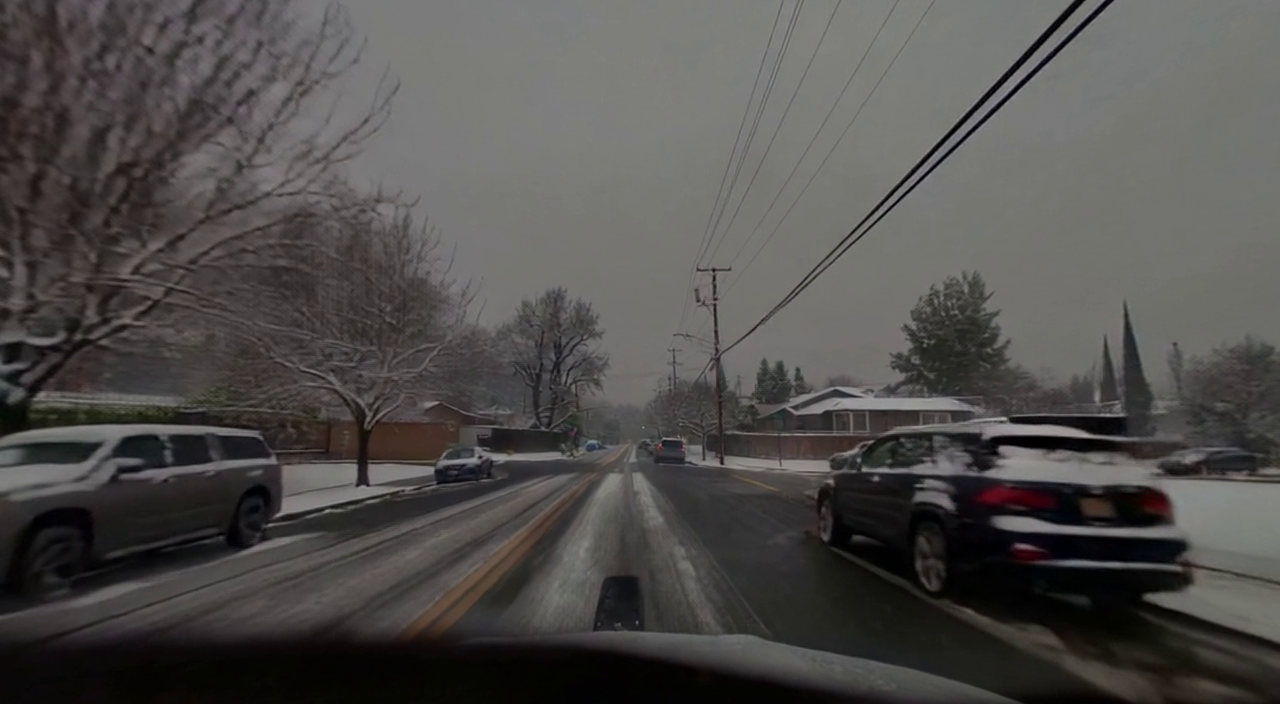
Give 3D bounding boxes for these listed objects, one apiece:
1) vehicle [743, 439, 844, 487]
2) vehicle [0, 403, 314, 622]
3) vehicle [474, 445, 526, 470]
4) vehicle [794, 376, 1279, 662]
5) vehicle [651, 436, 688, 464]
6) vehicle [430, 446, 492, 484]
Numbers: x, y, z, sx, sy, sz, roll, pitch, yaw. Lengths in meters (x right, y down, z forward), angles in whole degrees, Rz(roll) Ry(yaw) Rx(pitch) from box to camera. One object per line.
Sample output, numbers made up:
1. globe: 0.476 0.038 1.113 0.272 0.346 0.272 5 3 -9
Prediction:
1. vehicle: 5.930 4.181 24.109 1.944 1.636 4.140 -8 -12 42
2. vehicle: -6.454 1.721 7.680 2.158 1.817 5.230 0 -9 0
3. vehicle: -9.099 6.808 40.851 2.033 1.477 4.626 5 -10 -28
4. vehicle: 3.498 1.452 6.734 2.178 1.757 5.495 0 -9 -2
5. vehicle: 2.231 7.684 49.610 2.173 1.992 5.891 1 -9 -4
6. vehicle: -7.605 4.821 27.231 1.997 1.456 4.319 1 -9 -8
